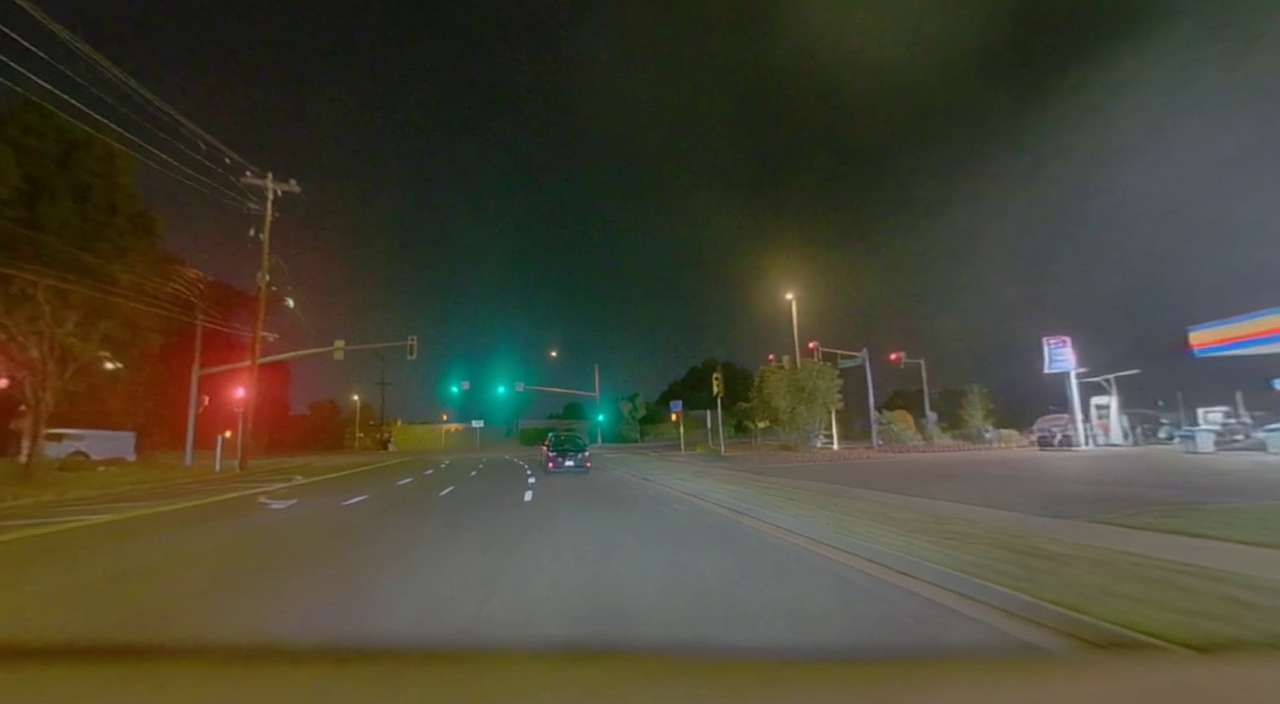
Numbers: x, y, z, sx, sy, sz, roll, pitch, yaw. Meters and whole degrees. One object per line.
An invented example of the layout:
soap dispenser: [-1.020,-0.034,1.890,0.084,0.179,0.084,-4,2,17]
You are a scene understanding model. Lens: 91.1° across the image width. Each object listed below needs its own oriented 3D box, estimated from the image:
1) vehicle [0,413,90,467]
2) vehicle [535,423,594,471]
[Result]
vehicle: [-30.244,4.469,31.844,2.427,2.514,2.560,-6,-9,24]
vehicle: [-3.355,4.089,27.142,2.300,1.868,4.690,1,-8,-9]
